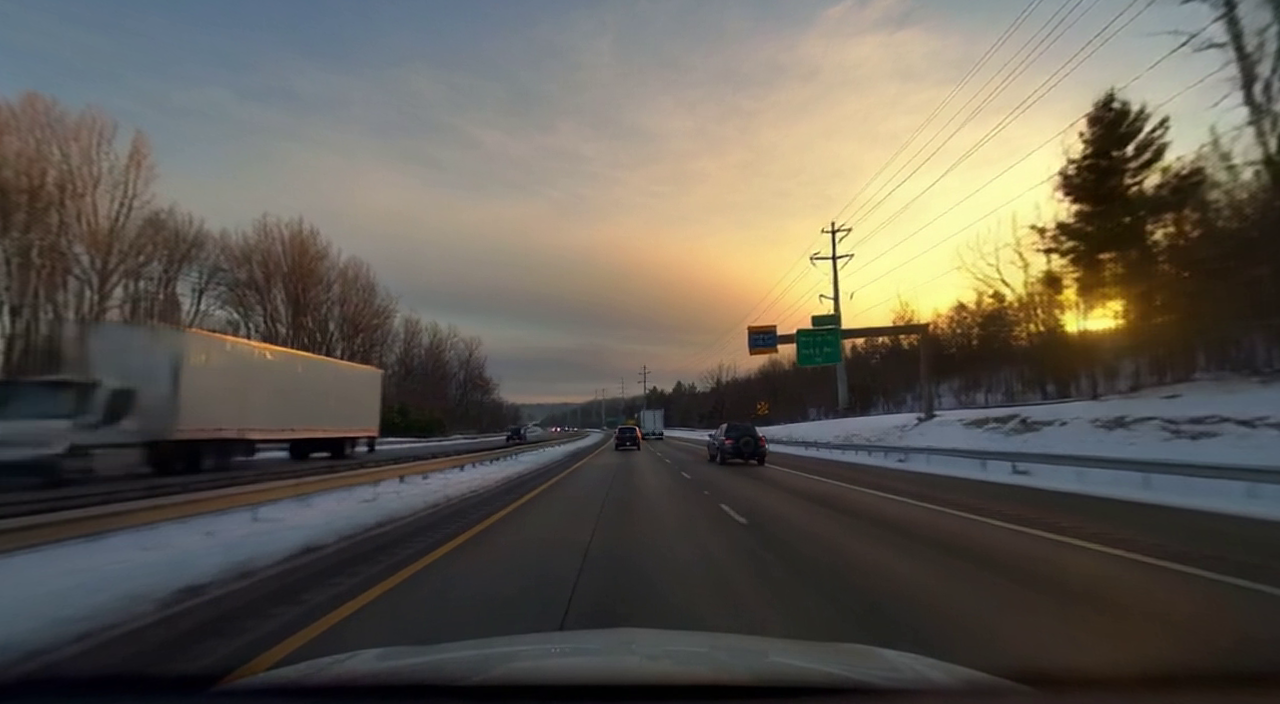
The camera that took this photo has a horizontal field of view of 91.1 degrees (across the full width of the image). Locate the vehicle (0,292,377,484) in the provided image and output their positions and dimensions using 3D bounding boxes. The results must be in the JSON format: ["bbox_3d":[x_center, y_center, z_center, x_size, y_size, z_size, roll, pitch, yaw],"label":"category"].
[{"bbox_3d":[-12.782,1.660,20.227,2.921,4.095,13.845,0,-8,-1],"label":"vehicle"}]

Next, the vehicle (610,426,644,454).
[{"bbox_3d":[-0.824,5.502,39.304,2.019,1.642,3.790,0,-8,-1],"label":"vehicle"}]

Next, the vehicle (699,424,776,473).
[{"bbox_3d":[3.417,3.457,22.777,2.062,1.581,3.914,0,-8,-1],"label":"vehicle"}]
